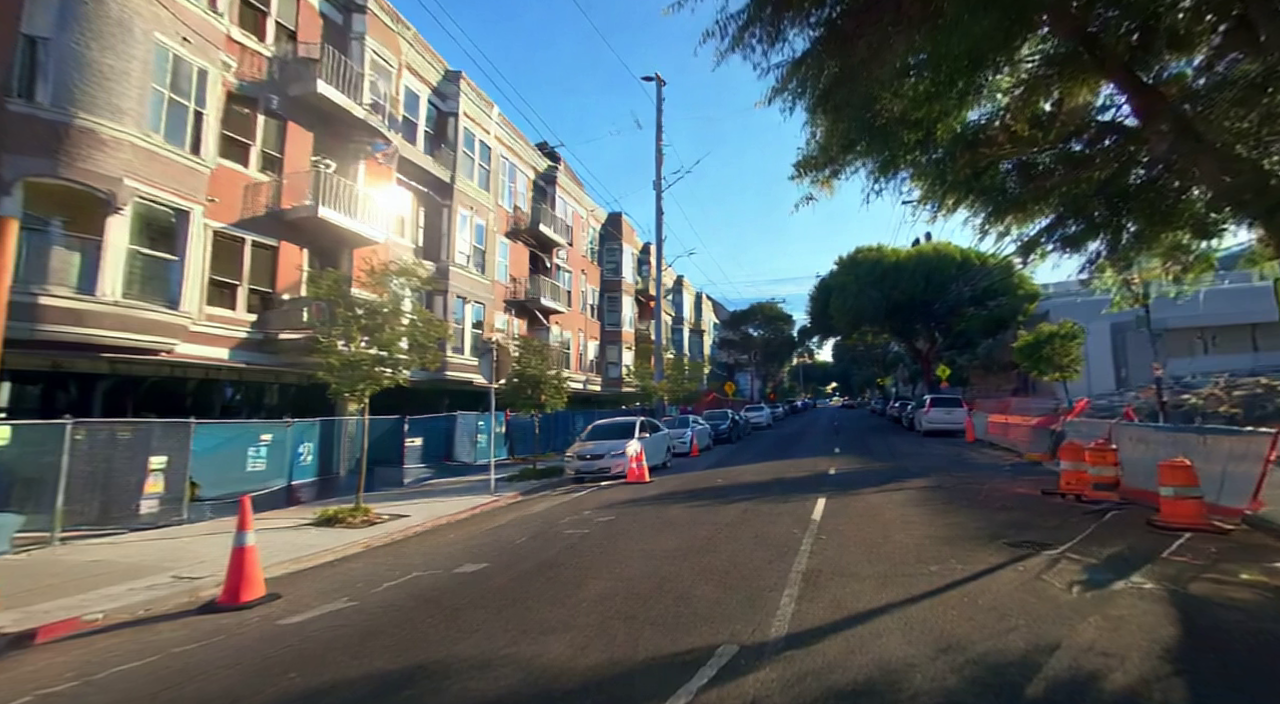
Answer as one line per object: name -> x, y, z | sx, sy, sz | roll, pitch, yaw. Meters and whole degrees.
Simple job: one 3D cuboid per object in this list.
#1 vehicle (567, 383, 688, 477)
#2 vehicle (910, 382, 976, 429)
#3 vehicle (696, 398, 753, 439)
vehicle -> -0.201, 2.140, 16.911 | 1.894, 2.186, 3.901 | -4, -9, 20
vehicle -> 13.410, 2.457, 28.205 | 1.994, 1.857, 4.393 | -1, -8, 17
vehicle -> 3.967, 3.131, 29.024 | 1.996, 1.695, 4.127 | -3, -9, 15
